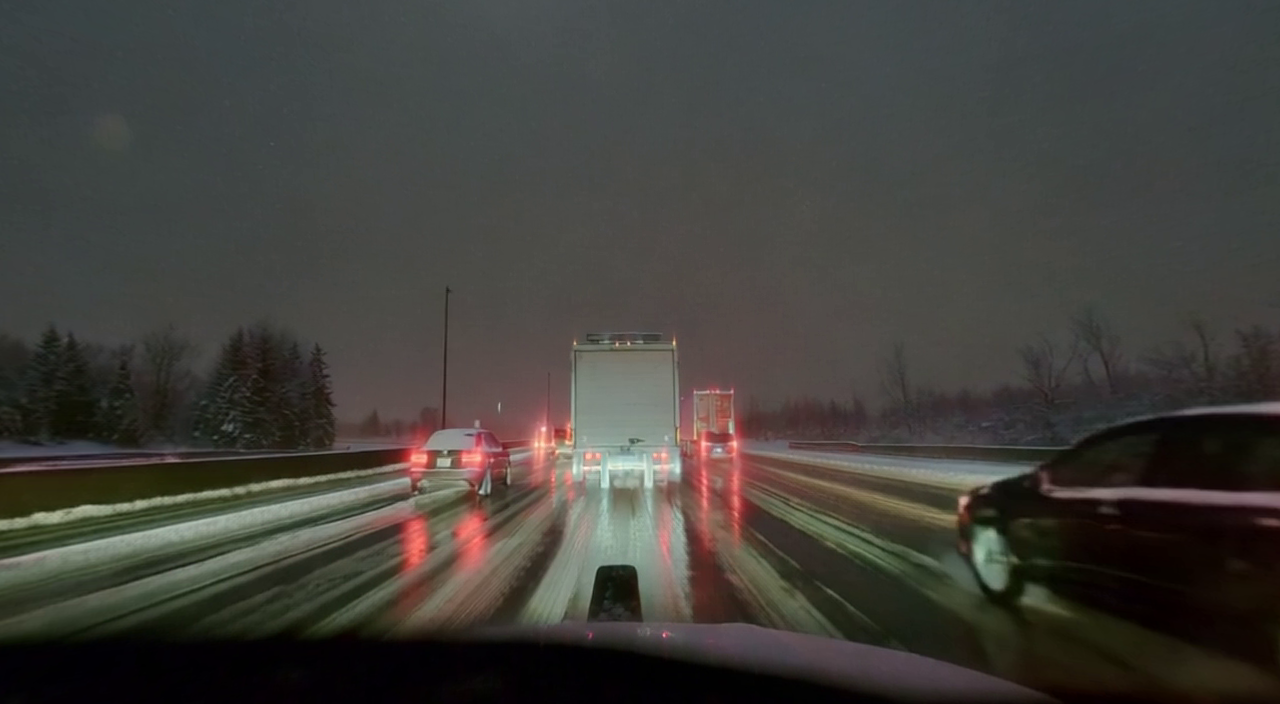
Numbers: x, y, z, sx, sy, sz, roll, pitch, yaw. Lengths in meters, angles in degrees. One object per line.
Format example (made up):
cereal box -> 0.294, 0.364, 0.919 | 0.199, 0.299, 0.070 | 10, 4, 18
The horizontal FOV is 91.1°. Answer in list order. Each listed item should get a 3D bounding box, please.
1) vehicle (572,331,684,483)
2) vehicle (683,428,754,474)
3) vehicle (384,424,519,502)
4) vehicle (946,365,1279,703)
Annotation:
vehicle -> -0.480, 2.098, 21.663 | 2.938, 4.033, 9.980 | 0, -8, -2
vehicle -> 2.797, 3.627, 23.334 | 1.976, 1.513, 4.065 | 0, -8, -2
vehicle -> -4.066, 2.433, 14.271 | 1.882, 1.493, 3.828 | 0, -8, 0
vehicle -> 3.547, 0.890, 3.057 | 1.945, 1.529, 4.129 | 0, -8, -1
